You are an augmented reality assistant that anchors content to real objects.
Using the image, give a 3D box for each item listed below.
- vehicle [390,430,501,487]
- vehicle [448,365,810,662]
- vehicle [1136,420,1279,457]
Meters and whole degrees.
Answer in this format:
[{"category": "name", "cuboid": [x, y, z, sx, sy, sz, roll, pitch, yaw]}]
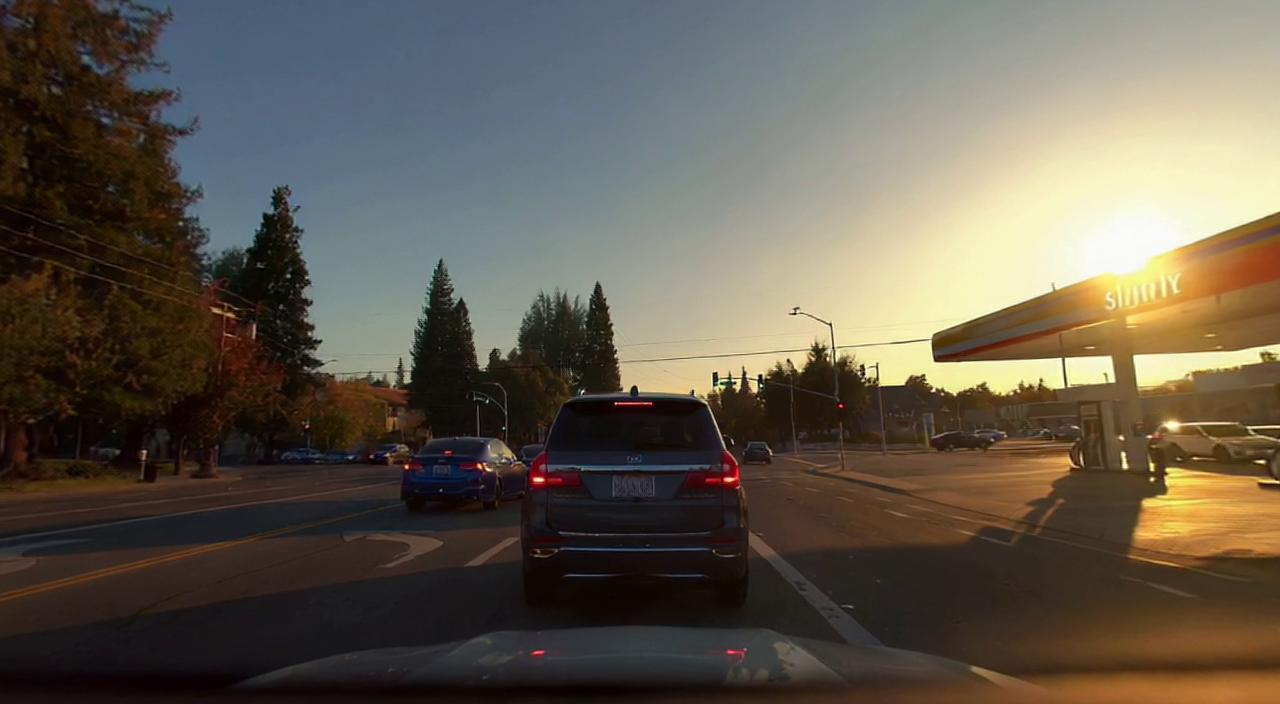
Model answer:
[{"category": "vehicle", "cuboid": [-6.662, 3.707, 22.181, 2.065, 1.753, 4.525, -1, -9, 6]}, {"category": "vehicle", "cuboid": [0.010, 1.318, 6.132, 2.236, 1.819, 4.291, 0, -9, 2]}, {"category": "vehicle", "cuboid": [25.933, 3.972, 28.801, 4.551, 1.616, 1.973, -2, -9, 11]}]
